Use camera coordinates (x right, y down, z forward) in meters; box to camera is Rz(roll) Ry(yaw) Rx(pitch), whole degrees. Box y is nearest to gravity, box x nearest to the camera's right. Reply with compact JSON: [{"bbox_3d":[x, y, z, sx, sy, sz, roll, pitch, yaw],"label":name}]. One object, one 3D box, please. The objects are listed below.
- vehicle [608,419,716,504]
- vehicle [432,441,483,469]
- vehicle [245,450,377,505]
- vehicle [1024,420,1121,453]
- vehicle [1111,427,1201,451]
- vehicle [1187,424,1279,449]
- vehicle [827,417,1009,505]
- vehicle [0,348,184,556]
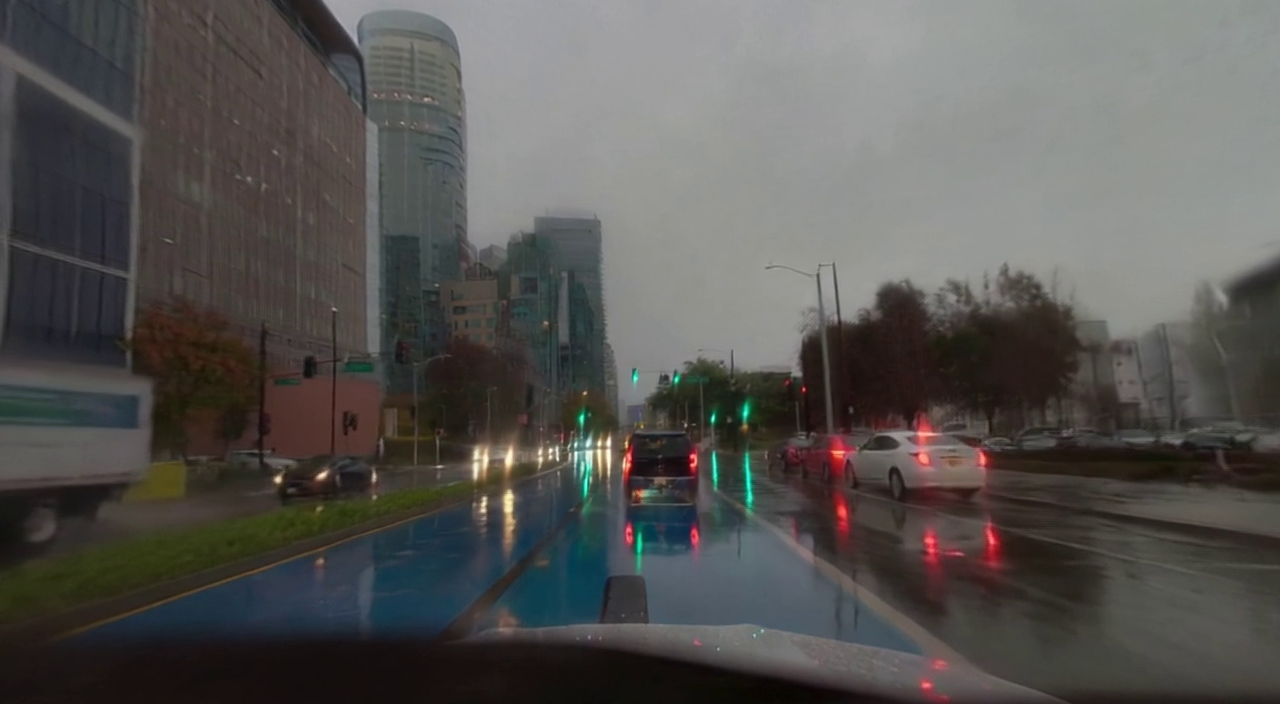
[{"bbox_3d":[0.441,2.651,15.520,2.283,1.773,4.255,0,-9,0],"label":"vehicle"},{"bbox_3d":[-12.706,7.200,44.228,1.975,1.820,4.838,-1,-9,2],"label":"vehicle"},{"bbox_3d":[-10.476,3.992,20.540,2.019,1.547,4.315,0,-9,-1],"label":"vehicle"},{"bbox_3d":[28.298,5.555,41.330,4.655,1.852,2.161,-2,-10,-2],"label":"vehicle"},{"bbox_3d":[33.623,5.714,41.169,4.275,1.487,1.781,0,-9,1],"label":"vehicle"},{"bbox_3d":[38.795,5.520,41.240,4.286,1.625,1.809,0,-8,0],"label":"vehicle"},{"bbox_3d":[6.608,2.677,15.823,2.205,1.823,5.078,0,-9,0],"label":"vehicle"},{"bbox_3d":[-13.632,1.753,10.953,3.101,3.878,10.902,0,-9,1],"label":"vehicle"}]
